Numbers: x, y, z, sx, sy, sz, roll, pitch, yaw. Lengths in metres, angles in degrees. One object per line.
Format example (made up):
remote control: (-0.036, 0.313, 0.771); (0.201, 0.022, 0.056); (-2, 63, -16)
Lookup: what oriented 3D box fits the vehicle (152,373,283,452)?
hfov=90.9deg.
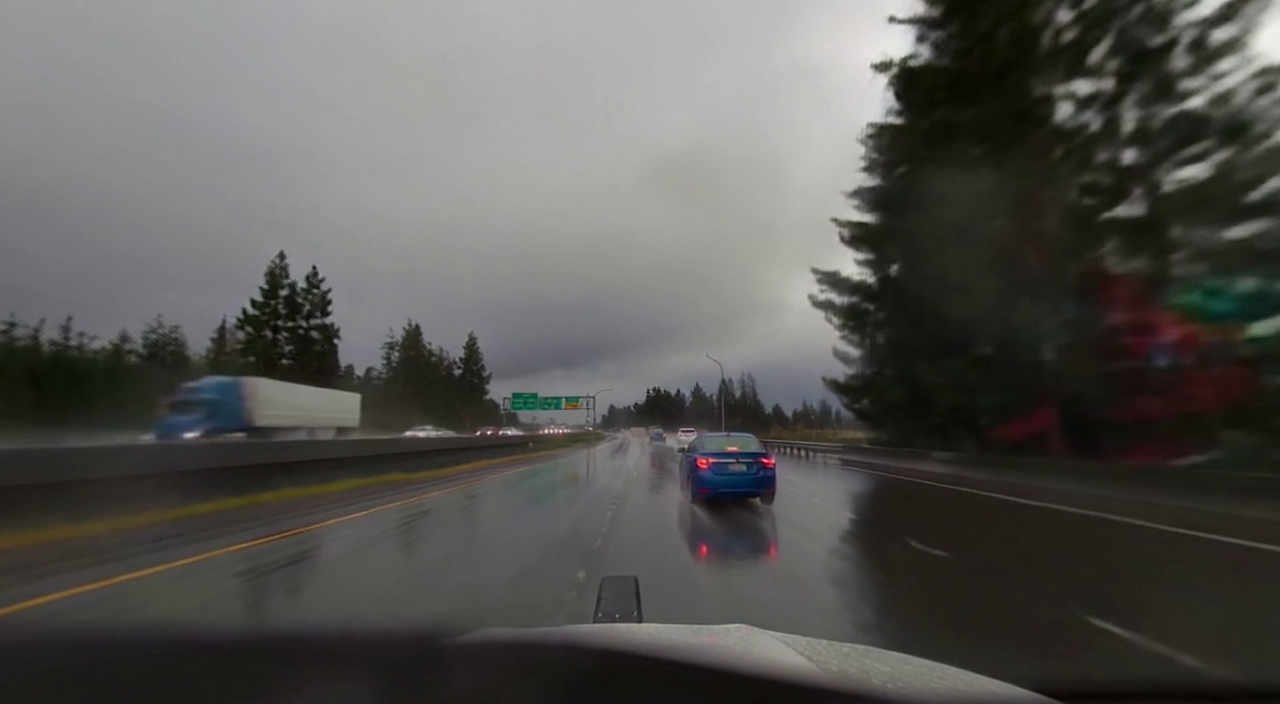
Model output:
vehicle: (-23.091, 3.430, 34.911); (2.981, 4.002, 5.893); (0, -8, 1)

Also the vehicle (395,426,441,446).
vehicle: (-16.616, 6.315, 47.381); (1.875, 1.454, 4.252); (0, -8, 1)

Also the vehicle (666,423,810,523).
vehicle: (1.520, 2.053, 11.393); (1.977, 1.443, 4.225); (0, -8, 1)
